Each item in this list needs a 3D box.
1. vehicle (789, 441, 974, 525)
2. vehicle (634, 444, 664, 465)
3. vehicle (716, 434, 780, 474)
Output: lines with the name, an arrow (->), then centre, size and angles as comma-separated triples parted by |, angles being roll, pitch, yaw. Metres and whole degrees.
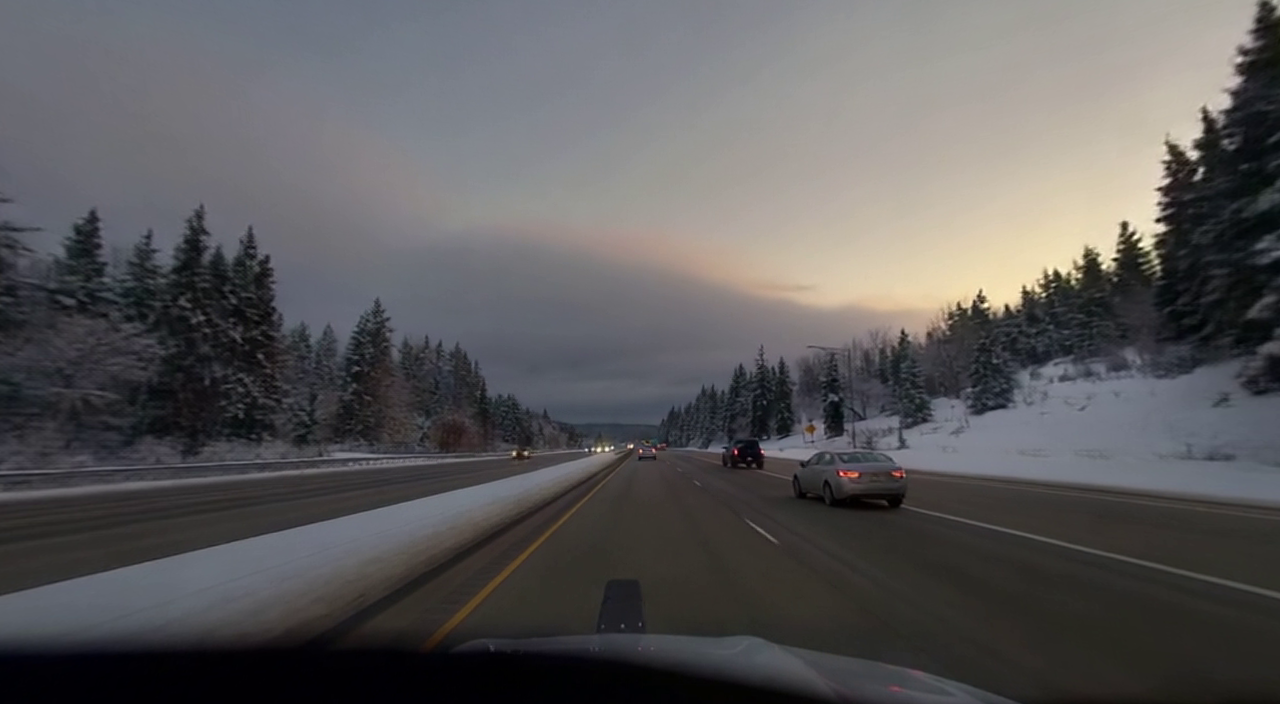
vehicle -> 4.861, 2.665, 13.554 | 1.904, 1.453, 4.789 | 0, -8, -3
vehicle -> 0.608, 7.375, 45.364 | 2.052, 1.472, 4.295 | 0, -8, 0
vehicle -> 5.564, 5.338, 33.067 | 2.206, 1.902, 5.460 | 0, -8, -2
